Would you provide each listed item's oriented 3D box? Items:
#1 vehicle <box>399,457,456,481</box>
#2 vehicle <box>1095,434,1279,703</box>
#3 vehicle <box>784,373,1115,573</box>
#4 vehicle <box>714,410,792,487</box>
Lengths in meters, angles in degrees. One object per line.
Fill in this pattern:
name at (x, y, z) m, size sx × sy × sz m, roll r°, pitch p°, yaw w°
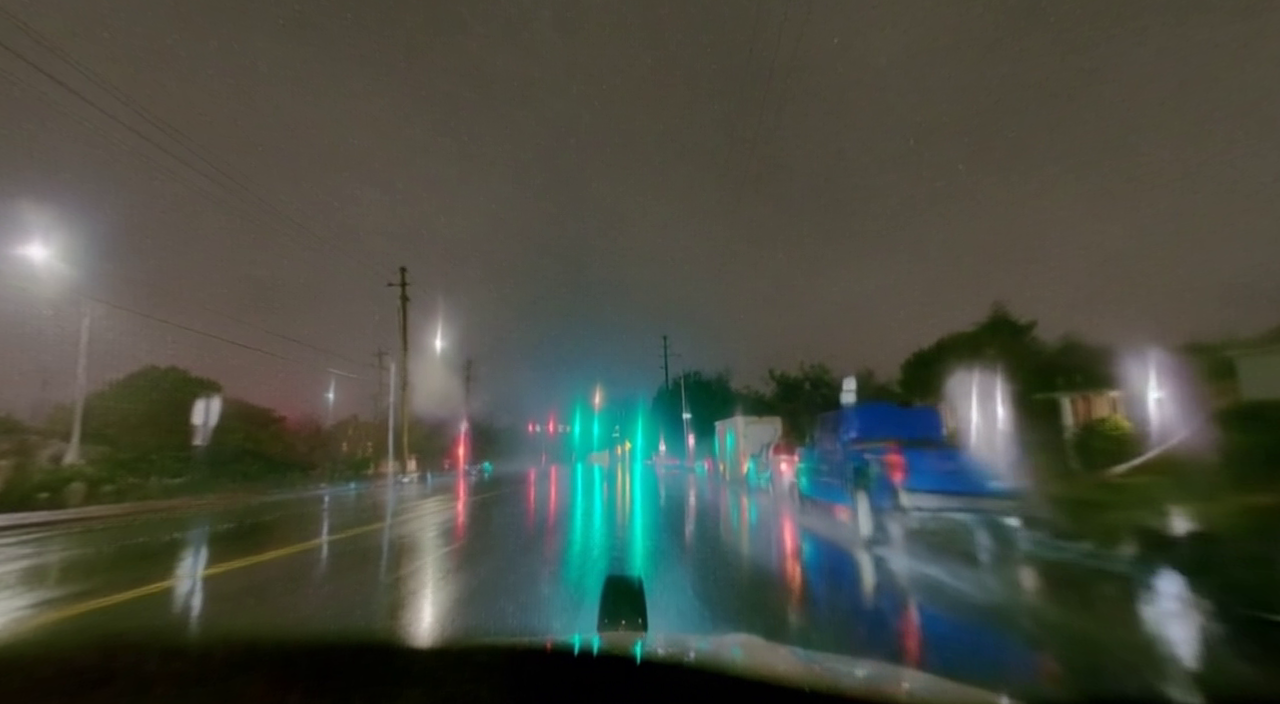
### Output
vehicle at (-14.555, 7.991, 43.258) m, size 1.990 × 1.487 × 4.767 m, roll -1°, pitch -9°, yaw 4°
vehicle at (4.146, 0.969, 2.085) m, size 1.804 × 1.432 × 4.594 m, roll 0°, pitch -9°, yaw 0°
vehicle at (4.042, 1.771, 9.852) m, size 2.293 × 2.171 × 5.871 m, roll 0°, pitch -9°, yaw 1°
vehicle at (4.643, 4.117, 26.831) m, size 2.229 × 2.912 × 5.697 m, roll 0°, pitch -9°, yaw 0°
